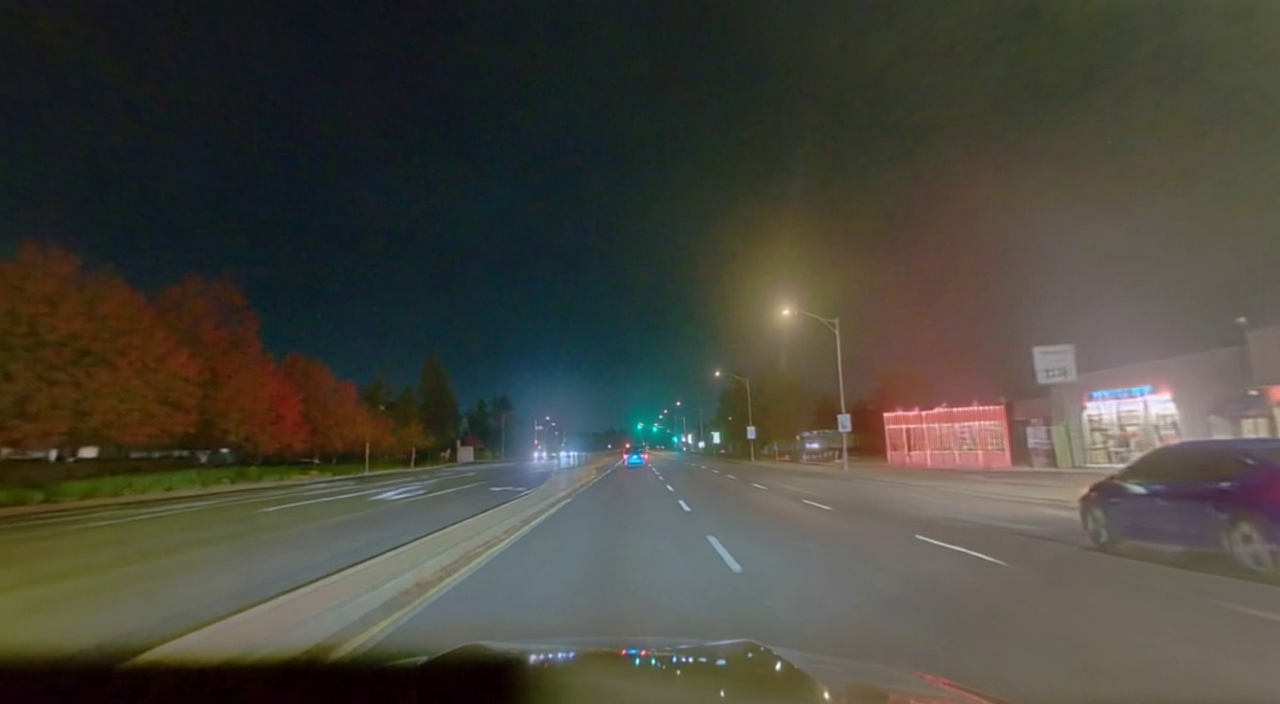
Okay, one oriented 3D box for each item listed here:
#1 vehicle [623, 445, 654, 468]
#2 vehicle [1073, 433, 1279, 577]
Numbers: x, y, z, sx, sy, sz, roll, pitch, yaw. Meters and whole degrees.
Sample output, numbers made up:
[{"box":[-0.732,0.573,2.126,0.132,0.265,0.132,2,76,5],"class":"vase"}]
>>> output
[{"box":[-0.144,7.100,43.117,2.027,1.494,3.942,0,-8,-1],"class":"vehicle"},{"box":[7.543,1.740,7.604,1.849,1.464,4.119,0,-8,2],"class":"vehicle"}]
